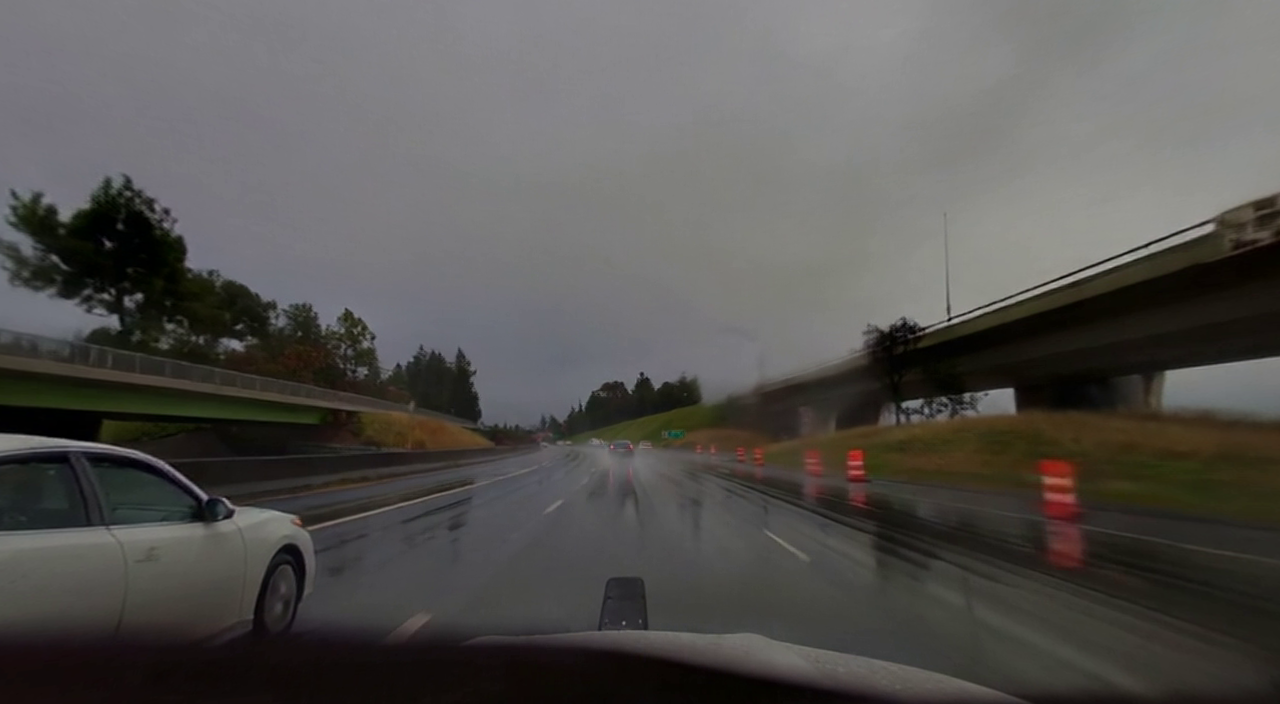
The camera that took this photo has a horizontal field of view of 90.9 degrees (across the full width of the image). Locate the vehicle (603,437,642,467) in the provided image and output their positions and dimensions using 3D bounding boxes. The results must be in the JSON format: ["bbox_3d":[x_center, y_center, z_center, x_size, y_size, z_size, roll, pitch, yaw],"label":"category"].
[{"bbox_3d":[-1.177,6.345,40.140,2.328,1.805,4.502,0,-8,-3],"label":"vehicle"}]
